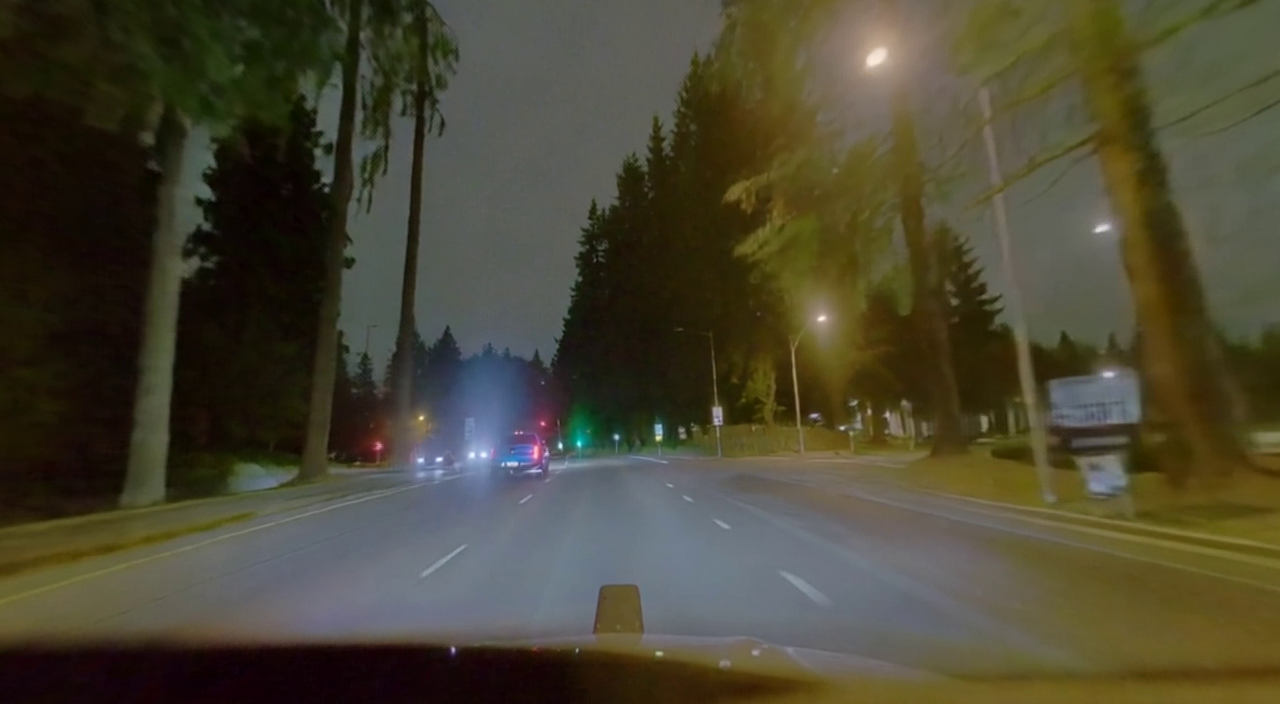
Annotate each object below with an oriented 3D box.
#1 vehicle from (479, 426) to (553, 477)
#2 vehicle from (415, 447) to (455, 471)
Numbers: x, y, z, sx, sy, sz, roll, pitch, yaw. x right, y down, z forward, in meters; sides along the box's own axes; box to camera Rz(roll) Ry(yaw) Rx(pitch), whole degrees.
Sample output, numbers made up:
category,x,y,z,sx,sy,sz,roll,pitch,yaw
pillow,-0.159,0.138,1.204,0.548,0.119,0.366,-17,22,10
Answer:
category,x,y,z,sx,sy,sz,roll,pitch,yaw
vehicle,-4.999,4.141,26.513,2.267,1.849,6.402,0,-8,-4
vehicle,-14.595,7.621,45.211,1.883,1.632,4.024,1,-8,-6
